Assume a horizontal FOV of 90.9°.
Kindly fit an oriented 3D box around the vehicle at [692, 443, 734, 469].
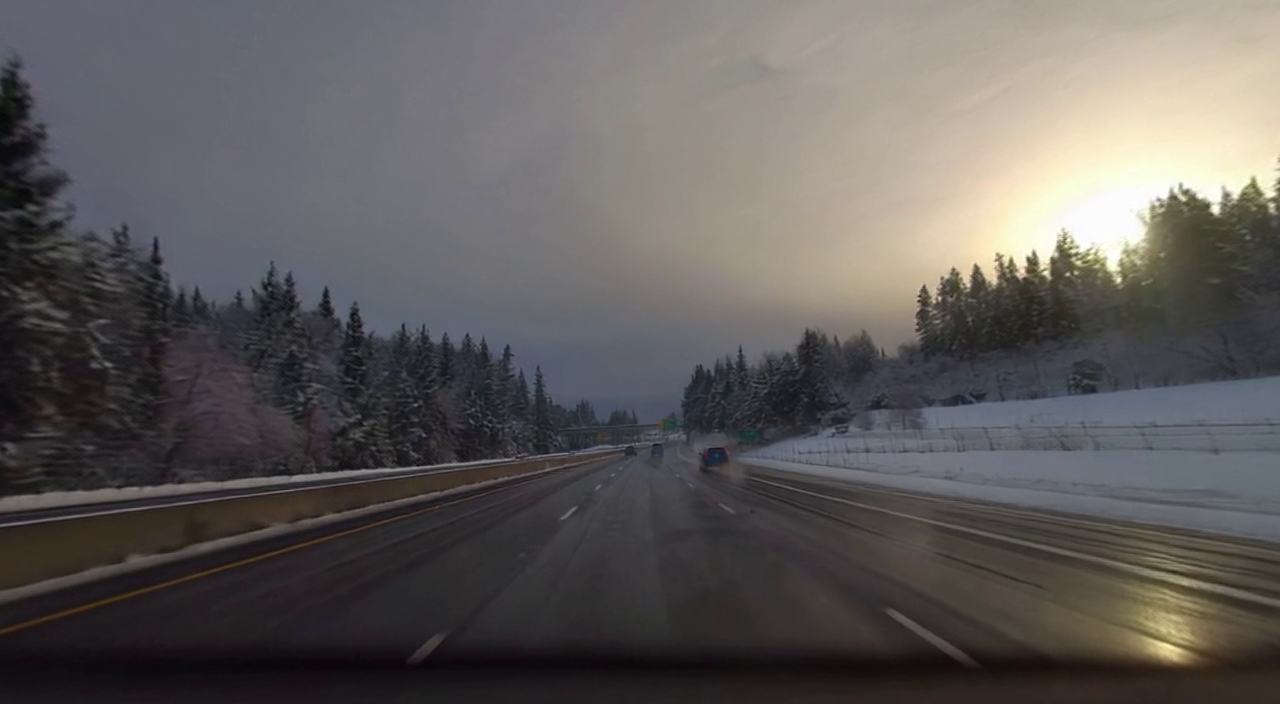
[{"bbox_3d":[4.554,6.609,40.101,2.175,1.574,3.943,0,-9,0],"label":"vehicle"}]
